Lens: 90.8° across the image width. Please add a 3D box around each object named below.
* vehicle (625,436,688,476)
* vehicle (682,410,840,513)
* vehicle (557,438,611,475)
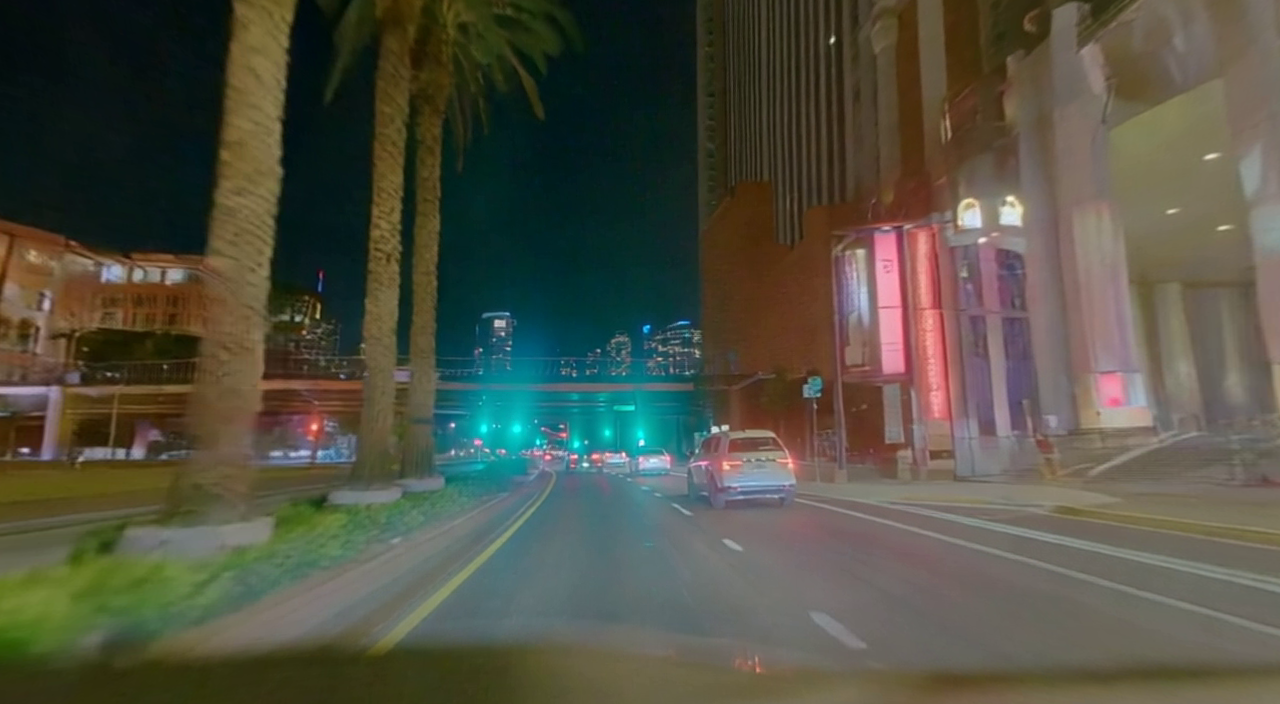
[{"bbox_3d":[0.667,4.848,29.627,2.214,1.711,4.474,1,-9,-9],"label":"vehicle"},{"bbox_3d":[2.559,2.542,15.040,2.407,1.991,5.130,0,-9,-4],"label":"vehicle"},{"bbox_3d":[-2.865,5.101,31.074,2.332,1.625,4.933,1,-9,-9],"label":"vehicle"}]
